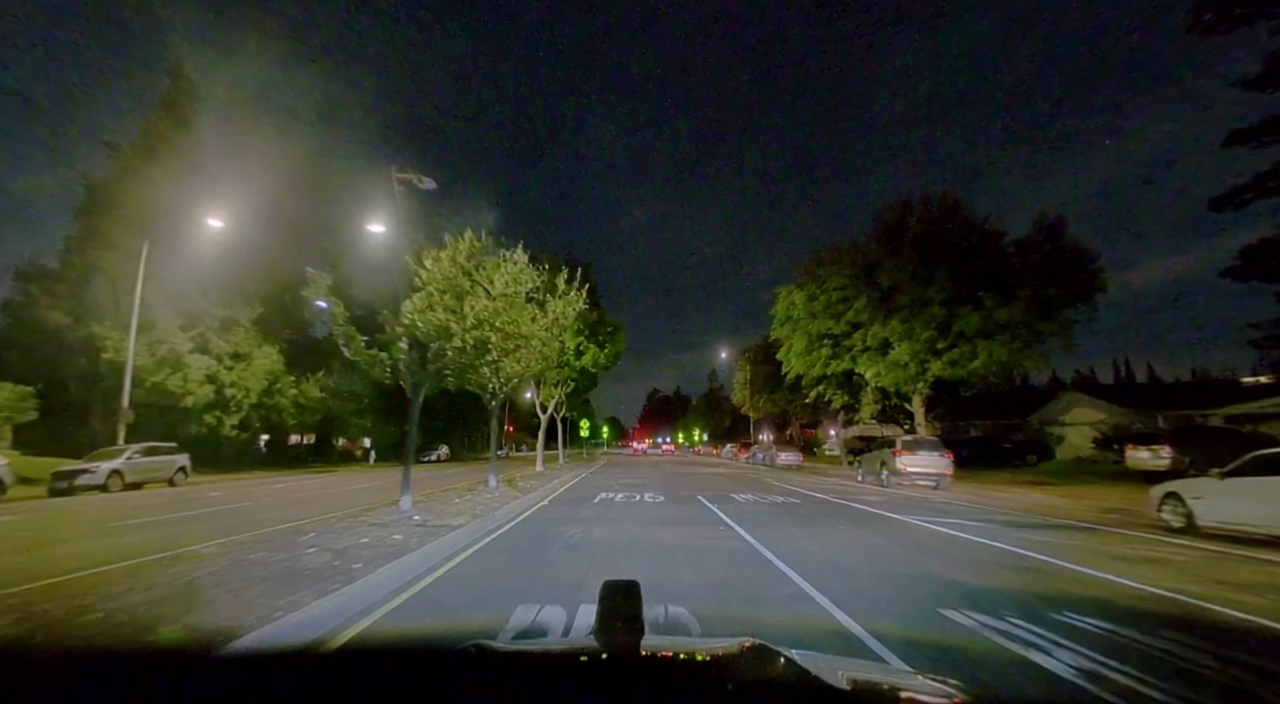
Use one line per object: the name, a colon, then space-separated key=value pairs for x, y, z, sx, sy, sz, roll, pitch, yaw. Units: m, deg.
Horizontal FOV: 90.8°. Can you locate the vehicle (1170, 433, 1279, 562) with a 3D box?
vehicle: x=9.595 y=1.770 z=7.283 sx=2.161 sy=1.687 sz=5.331 roll=0 pitch=-8 yaw=-3

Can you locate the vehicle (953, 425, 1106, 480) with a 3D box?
vehicle: x=16.811 y=4.352 z=27.491 sx=4.972 sy=1.793 sz=2.293 roll=-5 pitch=-8 yaw=0

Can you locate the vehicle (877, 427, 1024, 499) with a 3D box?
vehicle: x=9.435 y=3.415 z=19.816 sx=2.083 sy=1.946 sz=4.928 roll=0 pitch=-8 yaw=0

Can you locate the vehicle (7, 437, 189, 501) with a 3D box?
vehicle: x=-17.320 y=3.703 z=20.569 sx=1.959 sy=1.690 sz=4.446 roll=-3 pitch=-7 yaw=1

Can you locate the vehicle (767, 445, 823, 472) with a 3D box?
vehicle: x=9.381 y=6.458 z=38.684 sx=2.009 sy=1.493 sz=4.983 roll=0 pitch=-8 yaw=-1
